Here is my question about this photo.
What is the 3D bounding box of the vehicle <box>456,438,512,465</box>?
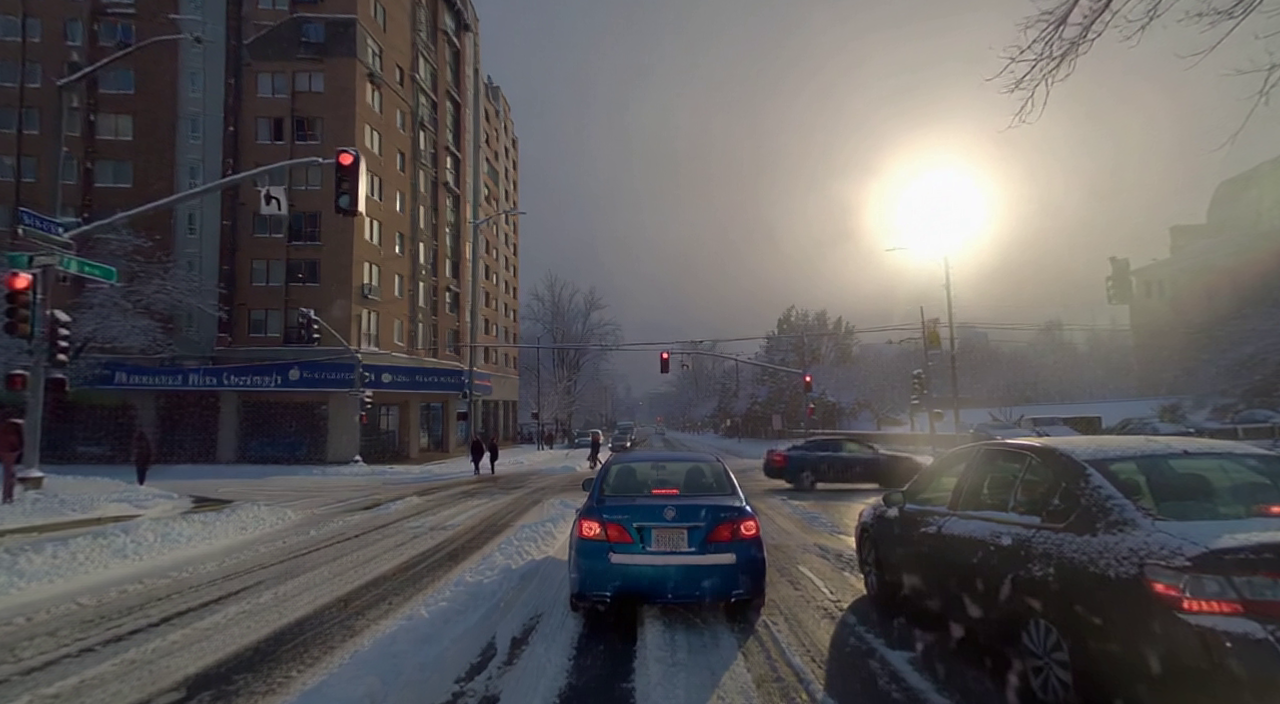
[{"bbox_3d":[-9.861,6.327,40.143,2.030,1.596,3.912,-1,-9,9],"label":"vehicle"}]

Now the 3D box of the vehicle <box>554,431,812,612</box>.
[{"bbox_3d":[0.280,1.695,7.291,2.132,1.464,4.089,0,-8,-2],"label":"vehicle"}]

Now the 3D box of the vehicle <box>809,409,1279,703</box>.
[{"bbox_3d":[2.814,1.287,4.560,1.961,1.498,4.356,0,-8,0],"label":"vehicle"}]
